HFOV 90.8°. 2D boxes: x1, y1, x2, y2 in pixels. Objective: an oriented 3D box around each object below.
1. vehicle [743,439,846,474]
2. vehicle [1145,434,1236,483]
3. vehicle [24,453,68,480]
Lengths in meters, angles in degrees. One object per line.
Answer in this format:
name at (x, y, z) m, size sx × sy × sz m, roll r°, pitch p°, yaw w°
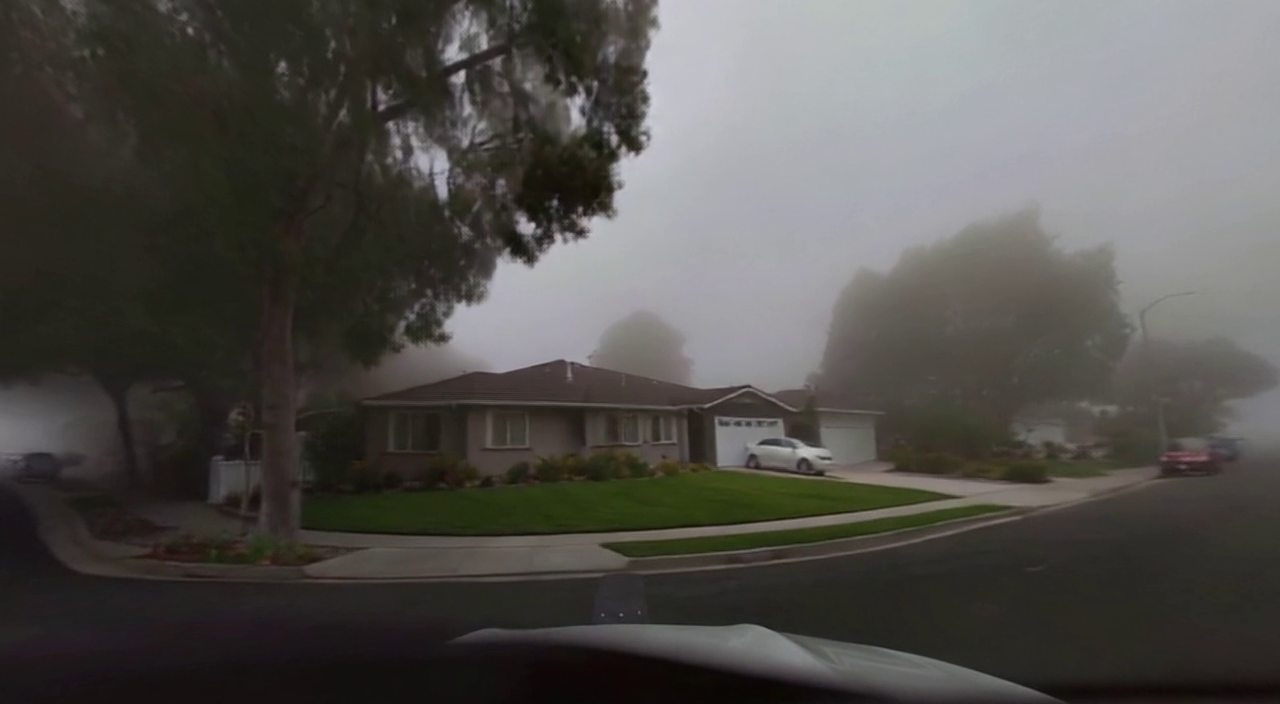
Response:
vehicle at (7.177, 4.880, 29.690) m, size 1.844 × 1.495 × 4.404 m, roll 7°, pitch -11°, yaw -42°
vehicle at (24.022, 4.623, 27.516) m, size 4.675 × 1.834 × 2.208 m, roll 8°, pitch -16°, yaw -43°
vehicle at (-41.048, 7.883, 43.749) m, size 2.011 × 1.483 × 4.620 m, roll 5°, pitch -8°, yaw -41°
